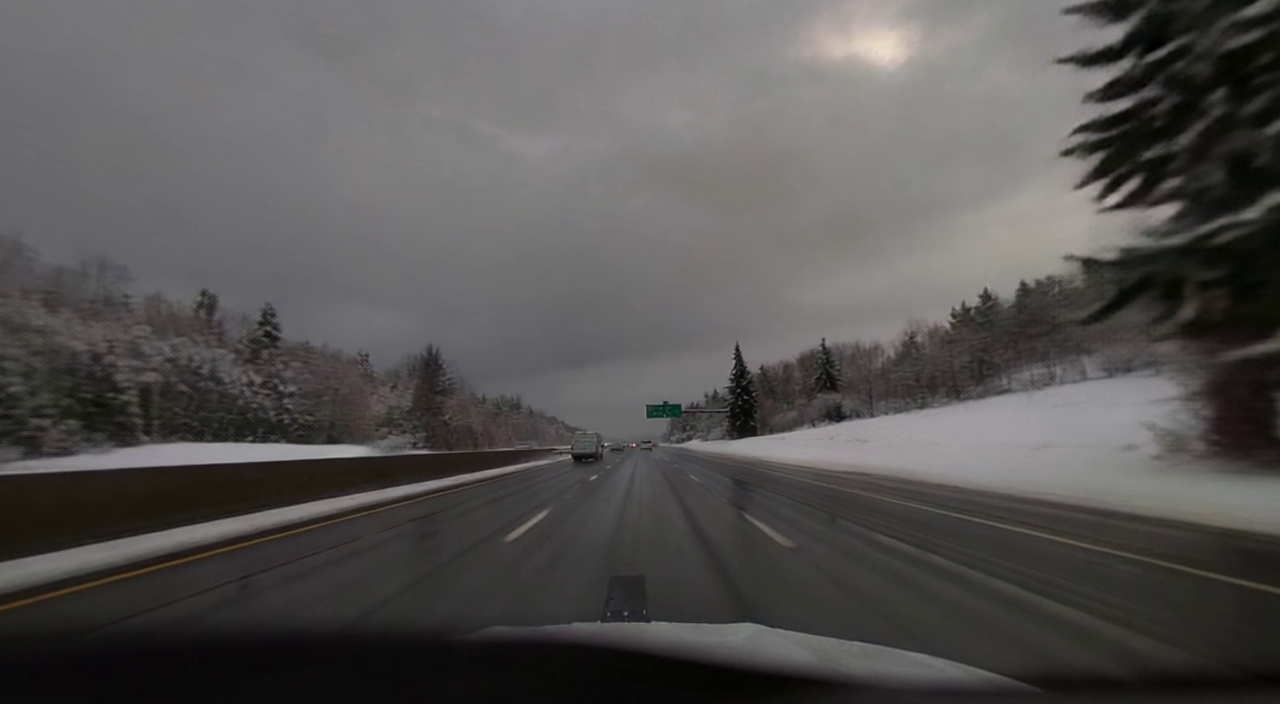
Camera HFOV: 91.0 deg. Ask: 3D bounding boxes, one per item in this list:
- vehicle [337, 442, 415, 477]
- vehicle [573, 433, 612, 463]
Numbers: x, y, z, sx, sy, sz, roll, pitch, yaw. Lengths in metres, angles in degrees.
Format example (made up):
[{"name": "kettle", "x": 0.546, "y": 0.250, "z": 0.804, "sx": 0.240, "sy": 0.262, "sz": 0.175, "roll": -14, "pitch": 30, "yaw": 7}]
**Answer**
[{"name": "vehicle", "x": -12.528, "y": 5.110, "z": 30.167, "sx": 1.872, "sy": 1.541, "sz": 4.178, "roll": 0, "pitch": -8, "yaw": 1}, {"name": "vehicle", "x": -3.234, "y": 6.669, "z": 43.819, "sx": 2.286, "sy": 2.011, "sz": 4.452, "roll": 0, "pitch": -8, "yaw": 1}]
